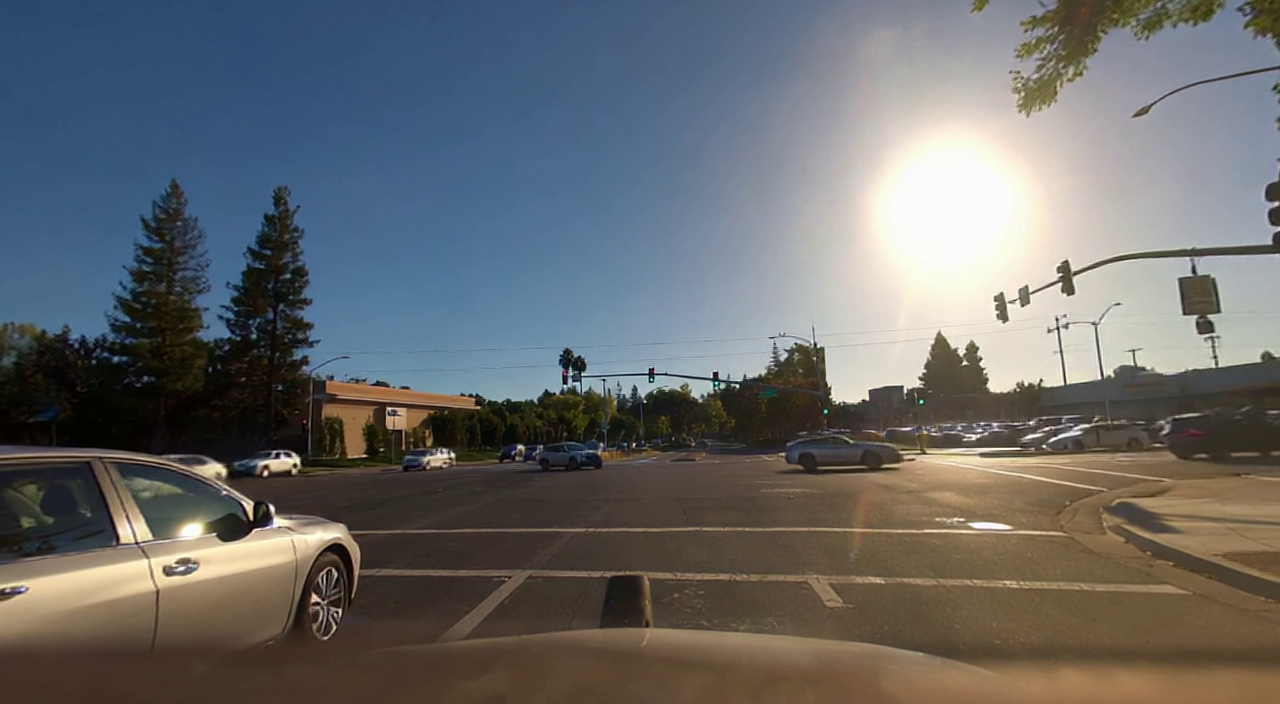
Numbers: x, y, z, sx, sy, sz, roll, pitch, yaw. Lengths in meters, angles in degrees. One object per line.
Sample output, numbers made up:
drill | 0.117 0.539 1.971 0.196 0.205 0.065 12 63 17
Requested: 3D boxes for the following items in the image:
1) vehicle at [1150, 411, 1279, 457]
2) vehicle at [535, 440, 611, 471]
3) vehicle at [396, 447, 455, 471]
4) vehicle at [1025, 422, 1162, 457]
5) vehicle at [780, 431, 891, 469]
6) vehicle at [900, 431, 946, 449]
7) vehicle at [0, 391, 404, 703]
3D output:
vehicle | 23.124 3.174 24.245 5.268 1.687 1.942 0 -8 0
vehicle | -3.513 5.269 32.329 1.841 1.450 4.364 6 -11 -37
vehicle | -13.980 6.975 41.405 1.921 1.480 4.652 -1 -8 4
vehicle | 19.894 3.861 27.750 4.552 1.492 2.002 0 -9 -4
vehicle | 8.114 4.065 26.192 4.180 1.478 1.986 -3 -9 20
vehicle | 22.432 6.988 49.877 1.930 1.410 4.313 -8 -12 43
vehicle | -2.951 0.988 2.744 1.924 1.482 4.734 0 -8 1
